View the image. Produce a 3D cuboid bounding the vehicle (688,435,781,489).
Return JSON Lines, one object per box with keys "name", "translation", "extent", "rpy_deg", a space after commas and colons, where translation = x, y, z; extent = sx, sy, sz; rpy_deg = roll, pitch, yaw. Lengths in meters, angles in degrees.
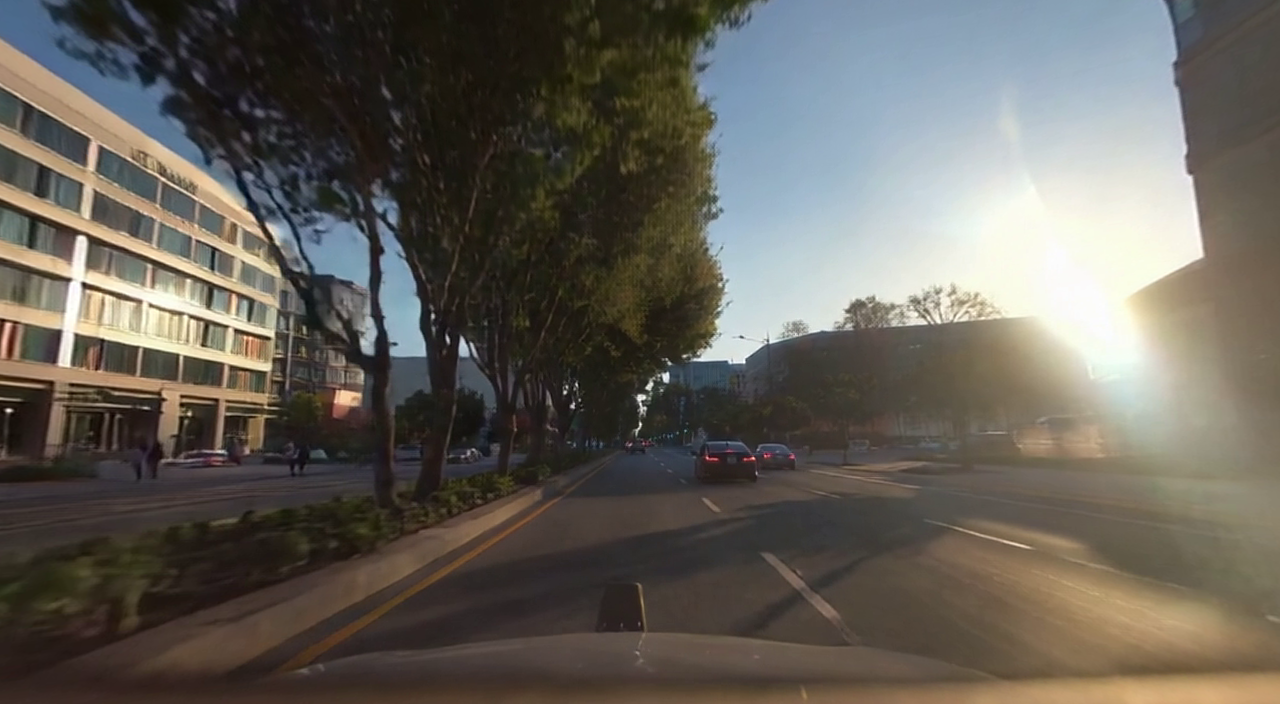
{"name": "vehicle", "translation": [2.808, 3.405, 19.889], "extent": [2.131, 1.491, 4.496], "rpy_deg": [0, -8, -1]}
